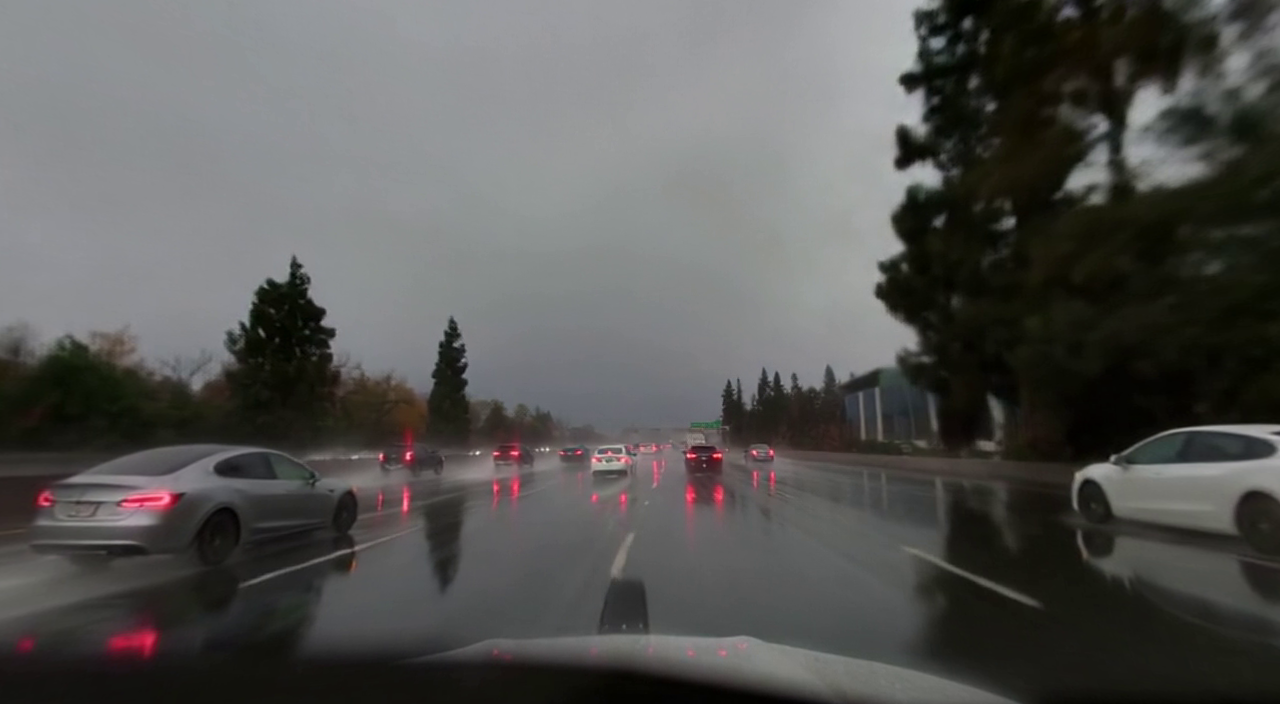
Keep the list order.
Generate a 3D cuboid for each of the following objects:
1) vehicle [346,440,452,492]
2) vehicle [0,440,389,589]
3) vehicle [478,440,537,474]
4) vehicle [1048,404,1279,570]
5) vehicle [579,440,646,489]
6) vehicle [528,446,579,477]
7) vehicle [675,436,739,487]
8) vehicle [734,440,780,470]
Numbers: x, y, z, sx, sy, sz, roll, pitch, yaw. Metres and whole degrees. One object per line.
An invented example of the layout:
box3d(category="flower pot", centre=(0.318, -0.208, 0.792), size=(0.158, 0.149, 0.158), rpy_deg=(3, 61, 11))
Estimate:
box3d(category="vehicle", centre=(-8.725, 4.137, 23.309), size=(1.947, 1.683, 4.331), rpy_deg=(-1, -8, 4))
box3d(category="vehicle", centre=(-5.620, 1.986, 8.756), size=(2.116, 1.473, 4.644), rpy_deg=(-1, -8, 3))
box3d(category="vehicle", centre=(-7.903, 6.285, 38.081), size=(2.187, 1.851, 5.085), rpy_deg=(-1, -8, 3))
box3d(category="vehicle", centre=(7.721, 1.595, 7.853), size=(1.960, 1.726, 5.016), rpy_deg=(-1, -8, 1))
box3d(category="vehicle", centre=(-0.915, 4.113, 23.520), size=(2.102, 1.624, 4.257), rpy_deg=(-1, -8, 3))
box3d(category="vehicle", centre=(-4.436, 5.683, 33.011), size=(1.886, 1.455, 4.148), rpy_deg=(-1, -8, 3))
box3d(category="vehicle", centre=(2.428, 4.105, 23.969), size=(2.114, 1.715, 4.136), rpy_deg=(-1, -8, 2))
box3d(category="vehicle", centre=(7.393, 6.525, 40.246), size=(2.071, 1.754, 4.484), rpy_deg=(-1, -8, 1))
